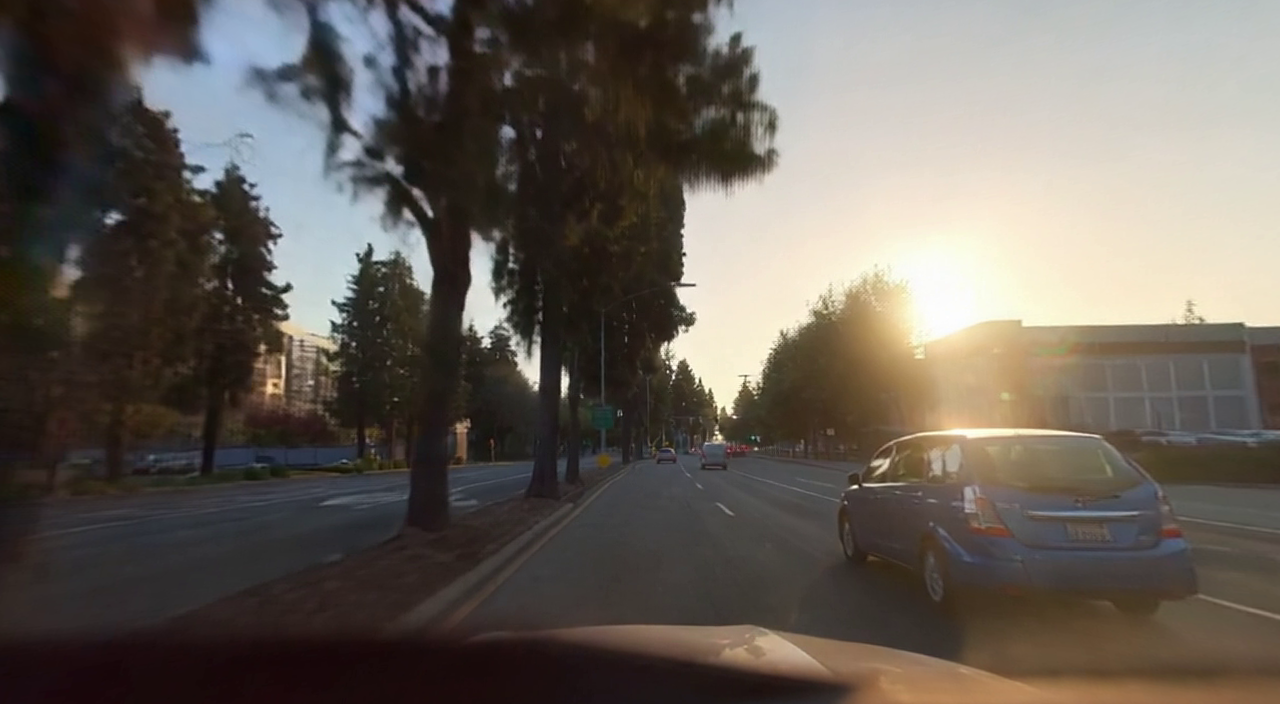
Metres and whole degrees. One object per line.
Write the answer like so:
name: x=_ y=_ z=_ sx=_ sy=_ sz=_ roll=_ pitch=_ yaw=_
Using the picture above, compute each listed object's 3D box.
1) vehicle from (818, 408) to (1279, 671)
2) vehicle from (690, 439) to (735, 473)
vehicle: x=3.221 y=1.477 z=6.021 sx=1.901 sy=1.634 sz=3.952 roll=-1 pitch=-8 yaw=1
vehicle: x=4.193 y=6.079 z=37.095 sx=2.154 sy=1.844 sz=4.634 roll=-1 pitch=-8 yaw=1
